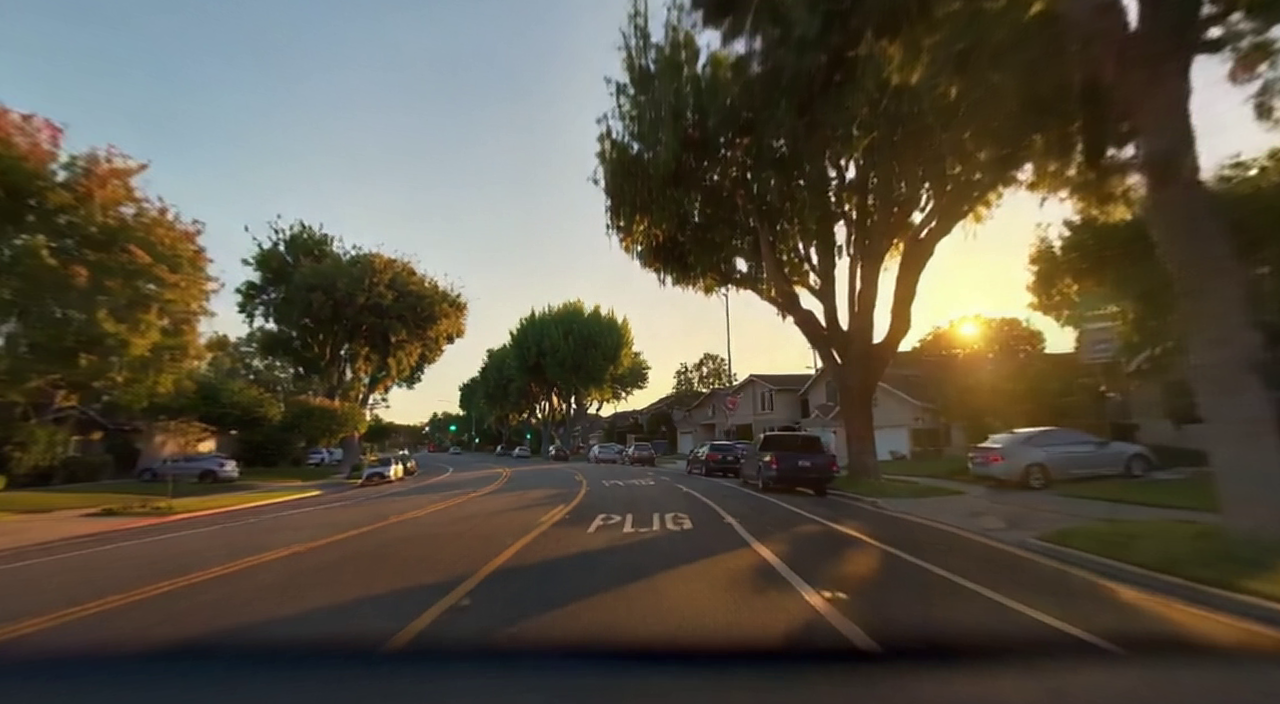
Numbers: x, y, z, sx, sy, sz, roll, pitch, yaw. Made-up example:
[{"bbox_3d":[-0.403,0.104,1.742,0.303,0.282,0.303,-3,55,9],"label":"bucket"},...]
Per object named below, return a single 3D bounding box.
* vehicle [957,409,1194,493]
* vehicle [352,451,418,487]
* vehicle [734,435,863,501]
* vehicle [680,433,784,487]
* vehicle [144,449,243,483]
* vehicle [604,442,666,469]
[{"bbox_3d":[11.684,2.675,17.124,4.882,1.766,2.040,-4,-9,-4],"label":"vehicle"},{"bbox_3d":[-13.397,6.117,33.332,2.292,1.499,4.661,-4,-8,-11],"label":"vehicle"},{"bbox_3d":[4.801,3.631,20.344,1.954,1.732,6.409,2,-8,-5],"label":"vehicle"},{"bbox_3d":[3.746,4.622,27.381,2.402,1.889,6.910,5,-9,-9],"label":"vehicle"},{"bbox_3d":[-20.997,5.363,29.862,1.942,1.464,4.537,2,-9,-9],"label":"vehicle"},{"bbox_3d":[-0.511,7.536,45.942,2.723,1.785,7.174,3,-10,-16],"label":"vehicle"}]
